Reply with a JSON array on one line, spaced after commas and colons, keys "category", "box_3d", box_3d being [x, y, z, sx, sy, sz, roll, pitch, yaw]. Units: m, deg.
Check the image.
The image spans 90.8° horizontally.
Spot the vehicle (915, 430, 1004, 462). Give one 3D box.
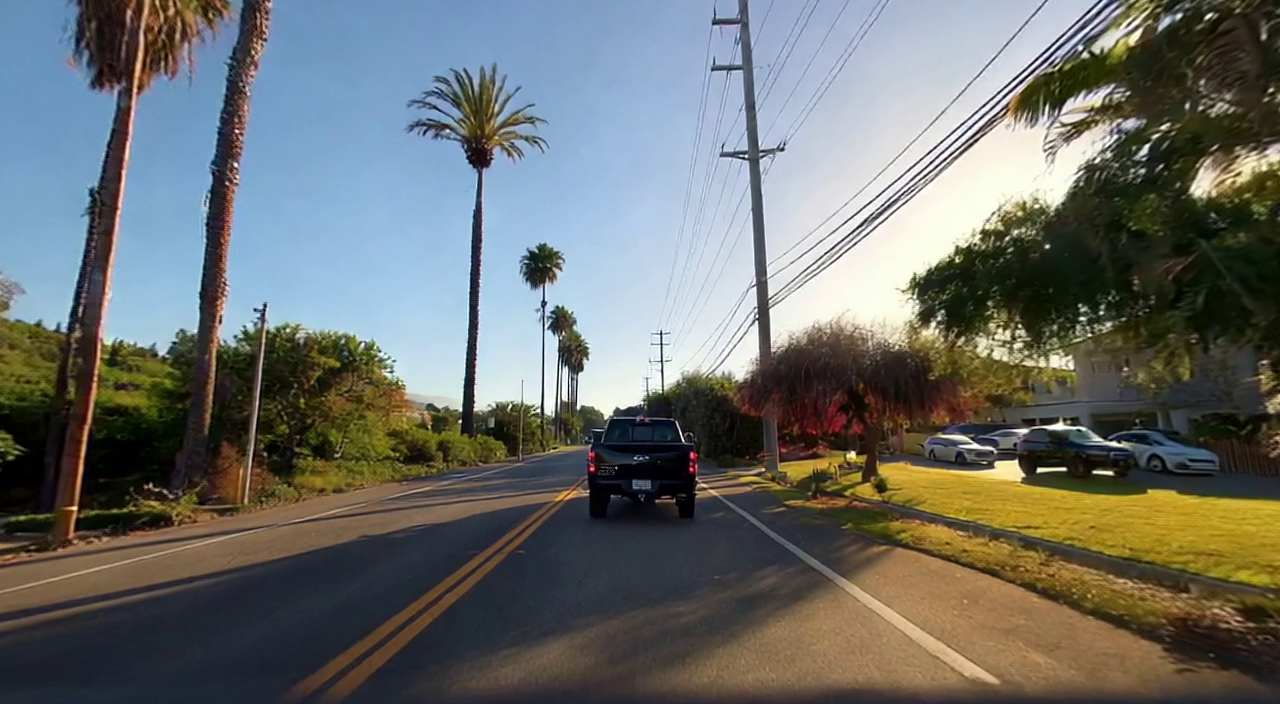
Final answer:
[{"category": "vehicle", "box_3d": [20.630, 6.160, 41.214, 2.277, 1.836, 6.267, -1, -9, -3]}]

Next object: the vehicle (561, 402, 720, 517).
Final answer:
[{"category": "vehicle", "box_3d": [0.000, 2.366, 14.361, 2.848, 2.047, 5.885, 0, -8, 0]}]

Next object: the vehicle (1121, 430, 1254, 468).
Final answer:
[{"category": "vehicle", "box_3d": [24.634, 4.402, 28.503, 4.314, 1.553, 1.948, 0, -11, -6]}]

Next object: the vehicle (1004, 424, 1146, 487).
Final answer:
[{"category": "vehicle", "box_3d": [16.121, 3.895, 23.934, 2.338, 1.917, 6.076, -6, -10, 15]}]
